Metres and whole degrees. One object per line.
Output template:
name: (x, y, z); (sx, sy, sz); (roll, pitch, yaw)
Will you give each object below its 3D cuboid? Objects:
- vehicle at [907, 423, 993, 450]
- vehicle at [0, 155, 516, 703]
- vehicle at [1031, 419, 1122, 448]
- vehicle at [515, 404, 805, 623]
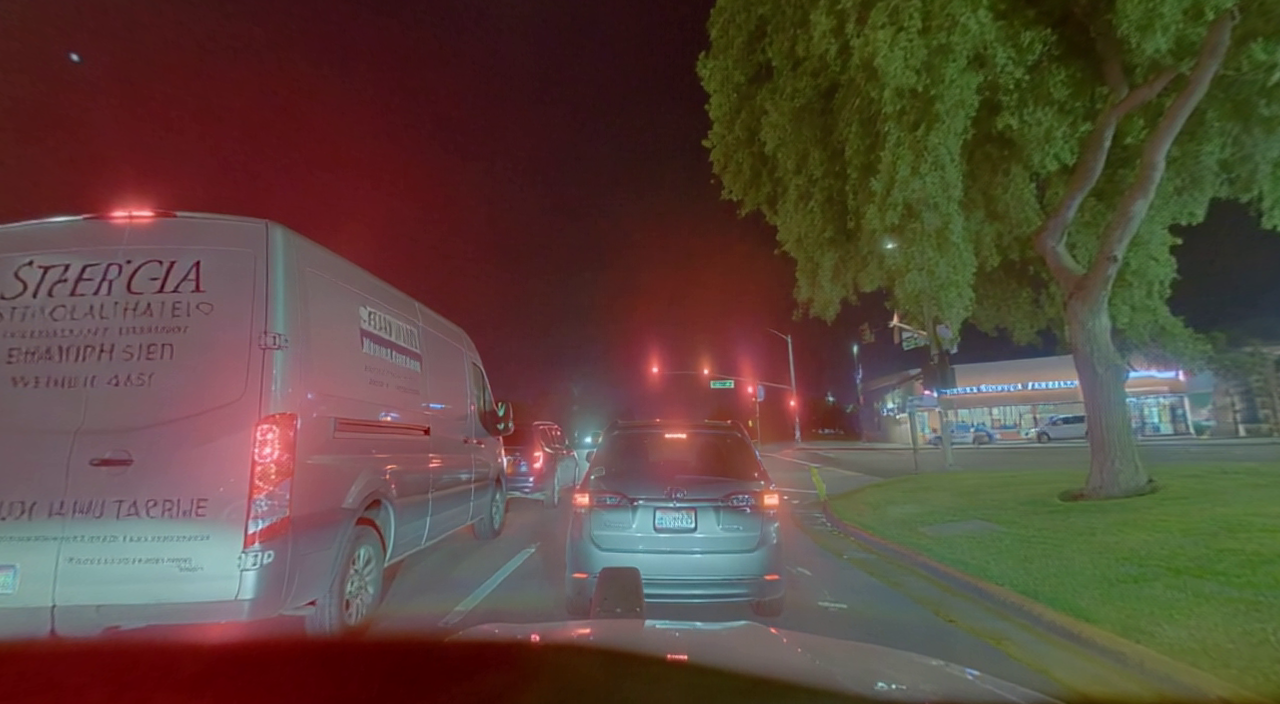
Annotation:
vehicle: (21.938, 6.030, 44.606); (5.021, 1.848, 2.210); (1, -9, -9)
vehicle: (-3.076, 0.886, 5.904); (2.555, 3.035, 5.702); (0, -8, 1)
vehicle: (31.980, 6.025, 46.188); (5.084, 2.041, 2.360); (1, -9, -9)
vehicle: (0.304, 1.646, 7.430); (2.398, 1.773, 4.254); (-1, -8, 4)
